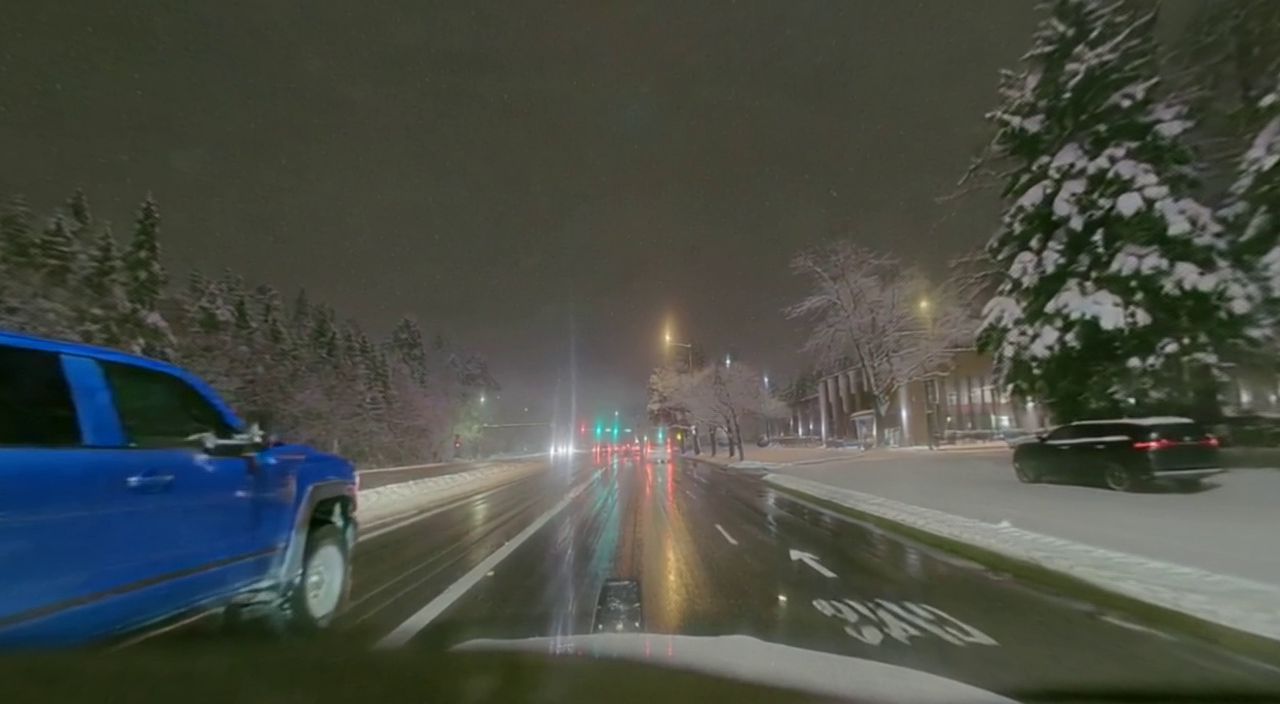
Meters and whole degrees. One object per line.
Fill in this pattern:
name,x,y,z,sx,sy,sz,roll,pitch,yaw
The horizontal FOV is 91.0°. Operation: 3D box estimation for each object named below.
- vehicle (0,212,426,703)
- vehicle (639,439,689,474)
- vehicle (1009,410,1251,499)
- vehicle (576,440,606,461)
vehicle,-3.116,0.656,2.256,2.512,1.992,5.725,0,-9,2
vehicle,1.063,4.916,29.849,2.142,1.528,4.133,0,-9,-1
vehicle,12.078,2.596,16.140,2.131,1.909,4.927,0,-9,-1
vehicle,-3.498,7.098,45.475,2.018,1.458,4.350,0,-9,-2
